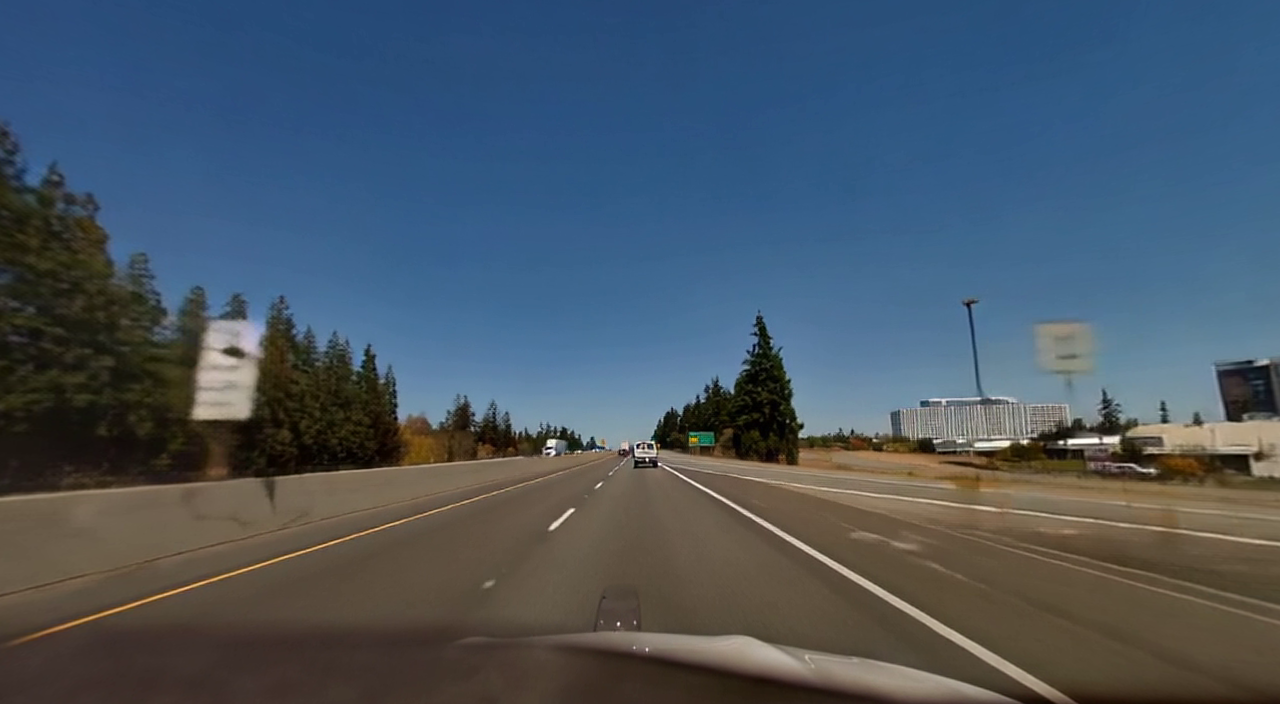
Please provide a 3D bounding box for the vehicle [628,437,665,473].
[{"bbox_3d":[0.430,6.604,40.336,2.268,2.122,4.595,-1,-9,1],"label":"vehicle"}]
